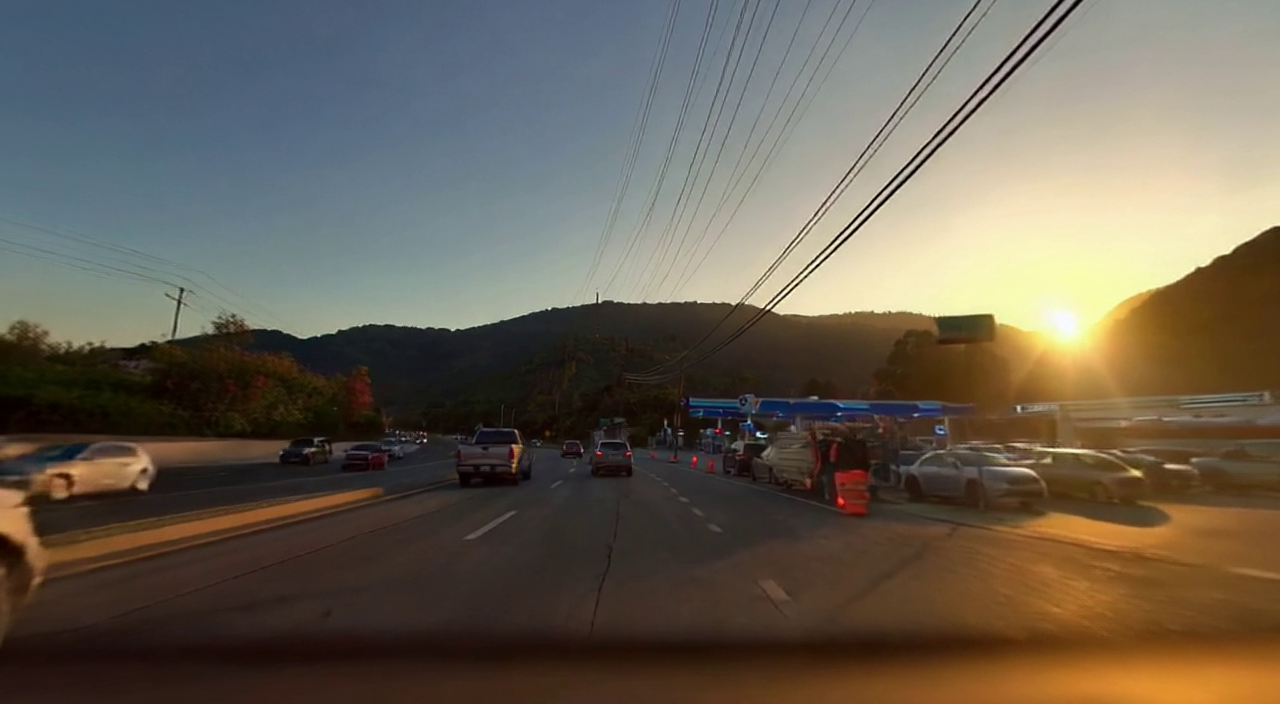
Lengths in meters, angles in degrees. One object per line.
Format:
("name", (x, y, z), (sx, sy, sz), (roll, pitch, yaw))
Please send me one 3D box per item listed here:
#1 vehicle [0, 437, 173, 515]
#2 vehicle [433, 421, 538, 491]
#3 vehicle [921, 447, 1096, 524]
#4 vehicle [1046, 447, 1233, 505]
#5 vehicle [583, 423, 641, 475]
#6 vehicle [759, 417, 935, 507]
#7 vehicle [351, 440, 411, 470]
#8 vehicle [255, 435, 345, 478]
("vehicle", (-13.165, 2.686, 14.248), (1.888, 1.456, 4.537), (0, -8, -2))
("vehicle", (-4.965, 3.447, 21.323), (2.345, 2.012, 5.693), (0, -8, -3))
("vehicle", (9.207, 3.319, 16.292), (1.933, 1.480, 4.249), (2, -6, -1))
("vehicle", (17.258, 4.231, 22.227), (1.986, 1.771, 4.809), (2, -9, -14))
("vehicle", (-1.457, 4.648, 30.439), (2.486, 2.280, 5.291), (1, -8, -5))
("vehicle", (5.755, 3.204, 18.943), (2.706, 2.199, 6.527), (0, -8, -4))
("vehicle", (-14.830, 5.885, 36.434), (1.930, 1.591, 4.408), (1, -8, -5))
("vehicle", (-14.317, 4.420, 26.896), (1.817, 1.670, 3.890), (0, -8, -3))
